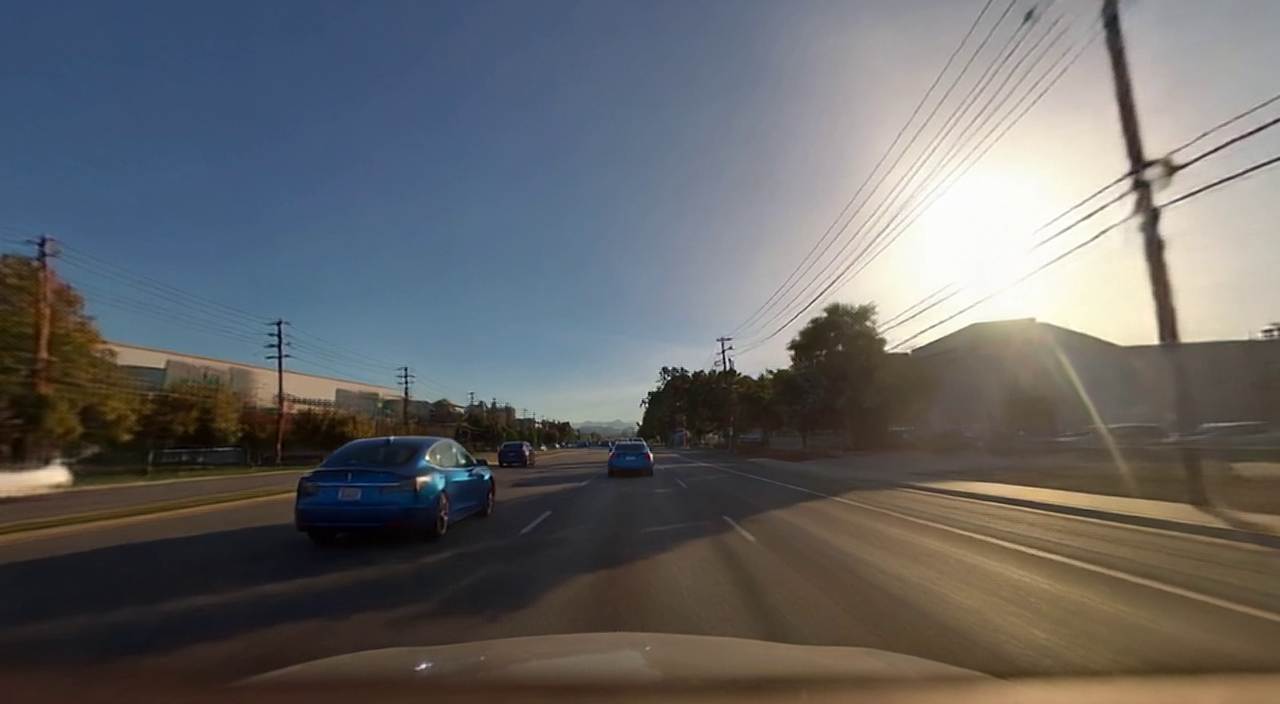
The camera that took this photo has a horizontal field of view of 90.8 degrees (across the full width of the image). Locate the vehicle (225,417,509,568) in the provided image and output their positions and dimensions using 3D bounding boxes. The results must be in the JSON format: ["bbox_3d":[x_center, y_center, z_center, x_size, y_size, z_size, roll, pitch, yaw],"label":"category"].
[{"bbox_3d":[-3.456,1.878,9.319,1.985,1.607,4.892,0,-8,0],"label":"vehicle"}]

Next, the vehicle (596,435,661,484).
[{"bbox_3d":[-0.398,3.951,23.582,2.189,1.652,4.135,0,-8,0],"label":"vehicle"}]
